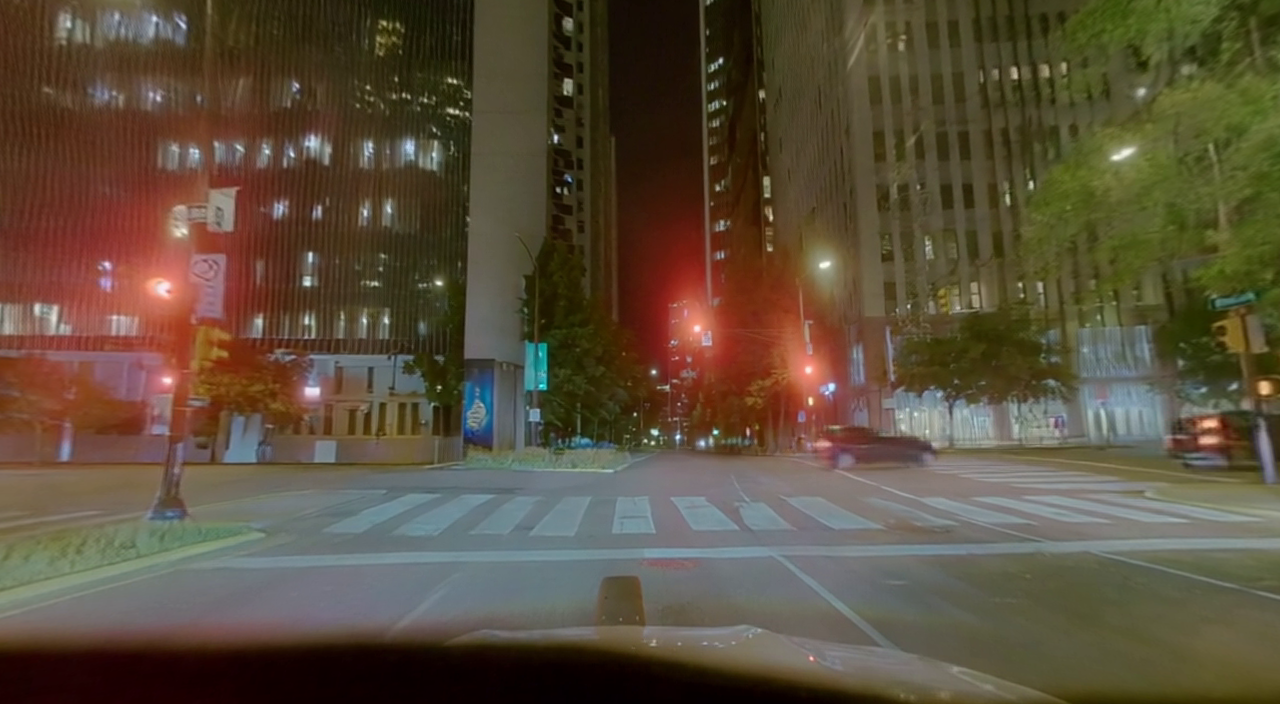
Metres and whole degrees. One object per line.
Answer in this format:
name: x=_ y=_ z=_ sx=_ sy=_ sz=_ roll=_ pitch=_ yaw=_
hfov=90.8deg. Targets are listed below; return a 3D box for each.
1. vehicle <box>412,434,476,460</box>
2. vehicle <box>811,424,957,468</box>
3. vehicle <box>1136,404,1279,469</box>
vehicle: x=-12.190 y=5.966 z=39.660 sx=1.964 sy=1.476 sz=4.593 roll=-2 pitch=-9 yaw=8
vehicle: x=8.658 y=3.358 z=22.628 sx=4.482 sy=1.492 sz=1.805 roll=1 pitch=-9 yaw=-6
vehicle: x=19.914 y=2.779 z=20.717 sx=5.659 sy=1.967 sz=2.149 roll=1 pitch=-9 yaw=-6
